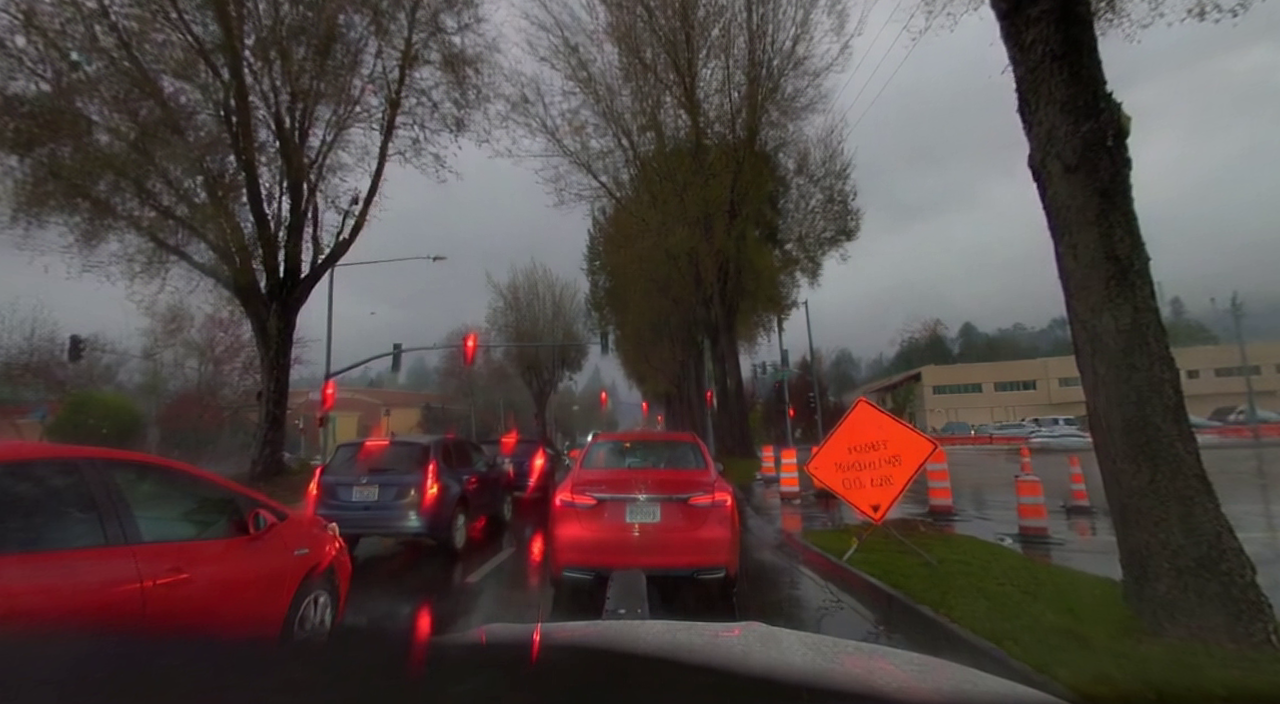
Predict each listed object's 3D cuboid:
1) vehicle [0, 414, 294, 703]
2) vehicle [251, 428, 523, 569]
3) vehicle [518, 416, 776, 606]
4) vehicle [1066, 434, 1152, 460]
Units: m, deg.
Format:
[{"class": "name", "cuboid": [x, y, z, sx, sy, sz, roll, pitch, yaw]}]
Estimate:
[{"class": "vehicle", "cuboid": [-3.594, 0.942, 2.152, 2.064, 1.497, 4.722, 0, -9, 1]}, {"class": "vehicle", "cuboid": [-3.283, 1.998, 9.445, 1.989, 1.541, 4.626, 0, -9, 2]}, {"class": "vehicle", "cuboid": [0.097, 1.620, 7.218, 2.167, 1.560, 3.676, 0, -9, 1]}, {"class": "vehicle", "cuboid": [30.374, 6.162, 40.878, 4.051, 1.583, 1.794, 0, -9, 1]}]
